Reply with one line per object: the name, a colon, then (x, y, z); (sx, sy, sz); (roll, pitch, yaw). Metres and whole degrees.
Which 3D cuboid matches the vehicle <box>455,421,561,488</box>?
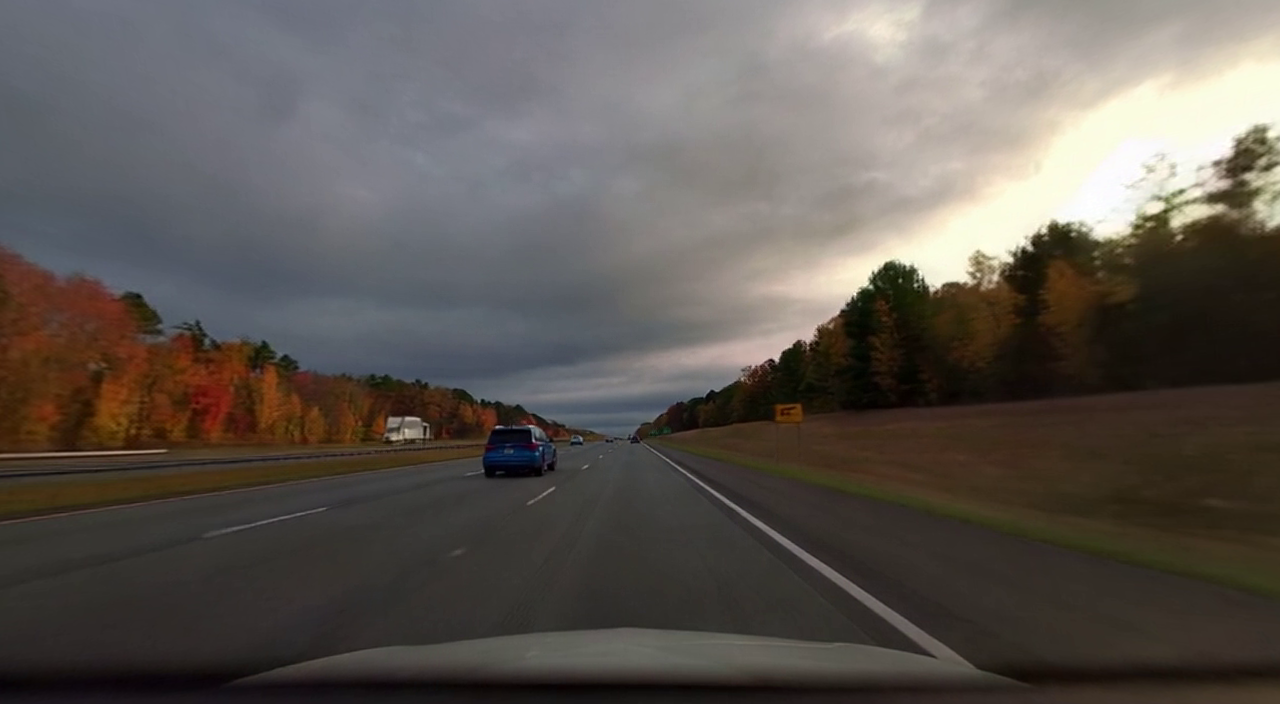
vehicle: (-3.587, 2.871, 18.043); (2.057, 1.666, 4.552); (0, -8, 0)
